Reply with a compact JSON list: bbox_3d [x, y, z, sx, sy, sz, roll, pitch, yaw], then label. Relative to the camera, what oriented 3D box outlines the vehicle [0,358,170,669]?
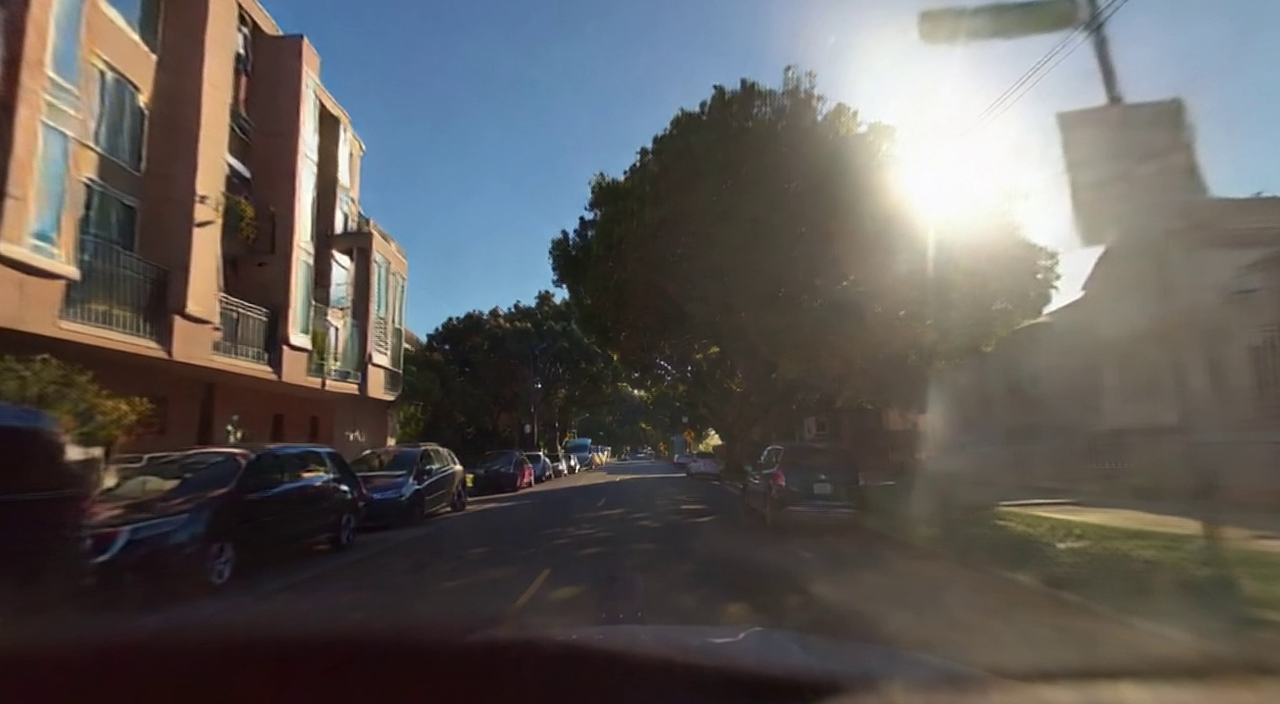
[{"bbox_3d":[-5.377,0.904,2.823,2.196,2.059,5.748,-2,-8,-1],"label":"vehicle"}]

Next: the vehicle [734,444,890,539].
[{"bbox_3d":[3.072,2.553,12.198,1.903,1.512,3.900,0,-8,0],"label":"vehicle"}]

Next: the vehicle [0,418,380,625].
[{"bbox_3d":[-5.352,1.905,8.071,1.934,1.810,4.687,-1,-9,2],"label":"vehicle"}]

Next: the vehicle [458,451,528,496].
[{"bbox_3d":[-5.314,4.428,23.299,1.722,1.491,3.431,0,-8,0],"label":"vehicle"}]

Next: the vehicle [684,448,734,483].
[{"bbox_3d":[3.227,5.383,30.249,1.835,1.490,4.134,0,-9,-2],"label":"vehicle"}]

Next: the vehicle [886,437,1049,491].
[{"bbox_3d":[10.074,3.467,19.705,4.001,1.594,1.914,0,-8,1],"label":"vehicle"}]
